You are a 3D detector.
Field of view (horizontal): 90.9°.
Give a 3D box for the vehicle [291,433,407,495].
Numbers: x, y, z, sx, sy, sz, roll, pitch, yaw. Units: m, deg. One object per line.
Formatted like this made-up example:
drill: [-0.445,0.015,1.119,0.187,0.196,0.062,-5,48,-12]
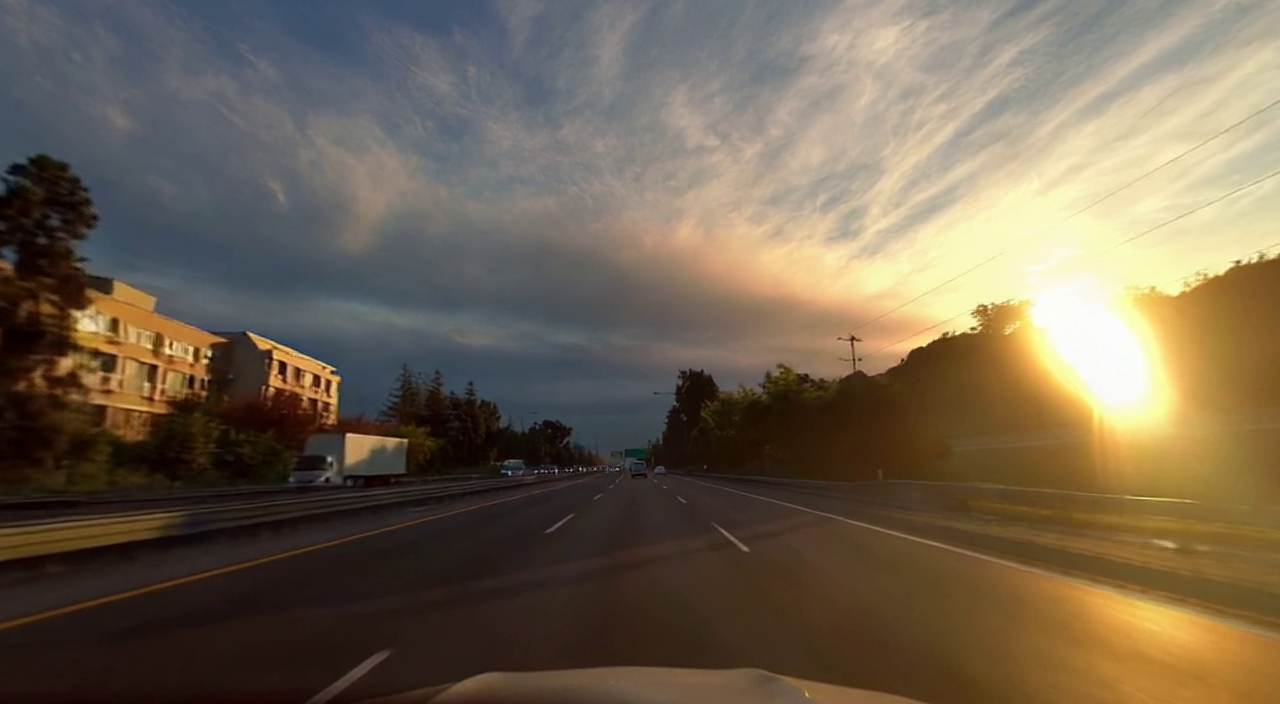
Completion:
vehicle: [-19.851,7.855,43.991,2.948,3.734,10.618,1,-11,0]
